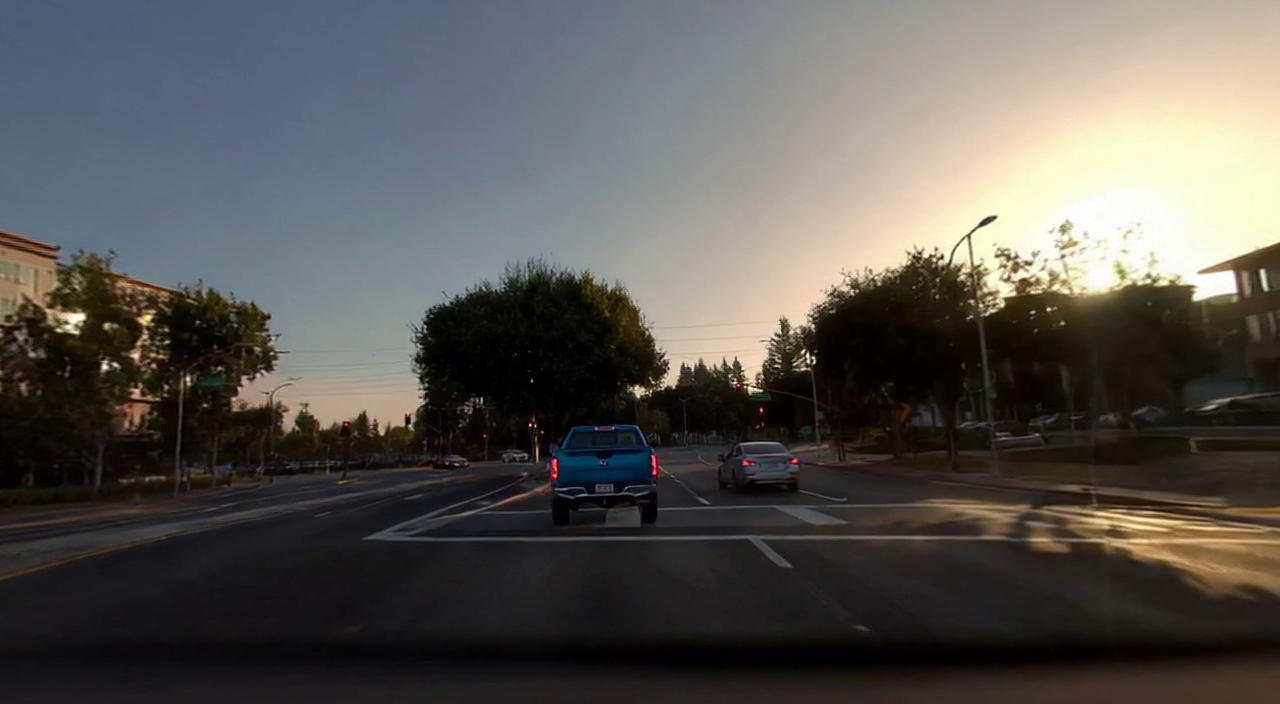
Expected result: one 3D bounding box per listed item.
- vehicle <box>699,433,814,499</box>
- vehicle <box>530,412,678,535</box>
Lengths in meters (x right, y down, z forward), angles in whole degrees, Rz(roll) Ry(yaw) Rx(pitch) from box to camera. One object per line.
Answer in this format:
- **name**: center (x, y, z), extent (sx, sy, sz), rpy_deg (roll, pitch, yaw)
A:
- **vehicle**: center (2.866, 2.930, 16.659), extent (2.073, 1.484, 4.437), rpy_deg (0, -8, -1)
- **vehicle**: center (-0.531, 2.112, 11.608), extent (2.145, 1.762, 4.731), rpy_deg (0, -8, 0)
